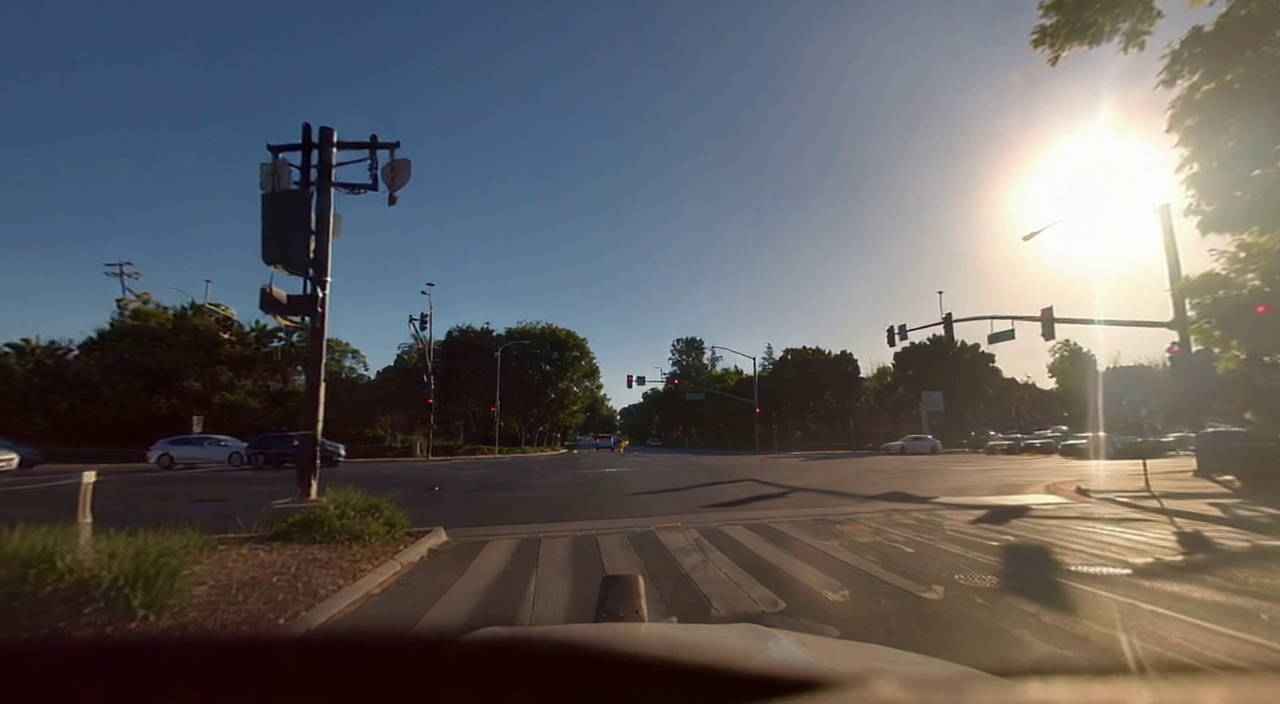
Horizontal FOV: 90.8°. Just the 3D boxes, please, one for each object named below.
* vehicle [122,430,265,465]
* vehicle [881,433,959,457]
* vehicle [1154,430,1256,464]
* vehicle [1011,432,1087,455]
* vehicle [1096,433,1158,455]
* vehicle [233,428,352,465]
[{"bbox_3d":[-20.269,4.377,28.930,4.912,1.485,1.922,3,-9,-19],"label":"vehicle"},{"bbox_3d":[18.054,6.007,40.793,4.516,1.468,1.962,3,-9,-22],"label":"vehicle"},{"bbox_3d":[27.655,4.660,30.914,4.515,1.543,1.872,4,-9,-24],"label":"vehicle"},{"bbox_3d":[29.092,6.534,44.958,4.481,1.561,2.001,2,-9,-16],"label":"vehicle"},{"bbox_3d":[37.001,7.013,48.000,4.533,1.471,1.772,6,-8,-24],"label":"vehicle"},{"bbox_3d":[-15.250,4.197,28.026,4.331,1.544,1.896,3,-9,-21],"label":"vehicle"}]
